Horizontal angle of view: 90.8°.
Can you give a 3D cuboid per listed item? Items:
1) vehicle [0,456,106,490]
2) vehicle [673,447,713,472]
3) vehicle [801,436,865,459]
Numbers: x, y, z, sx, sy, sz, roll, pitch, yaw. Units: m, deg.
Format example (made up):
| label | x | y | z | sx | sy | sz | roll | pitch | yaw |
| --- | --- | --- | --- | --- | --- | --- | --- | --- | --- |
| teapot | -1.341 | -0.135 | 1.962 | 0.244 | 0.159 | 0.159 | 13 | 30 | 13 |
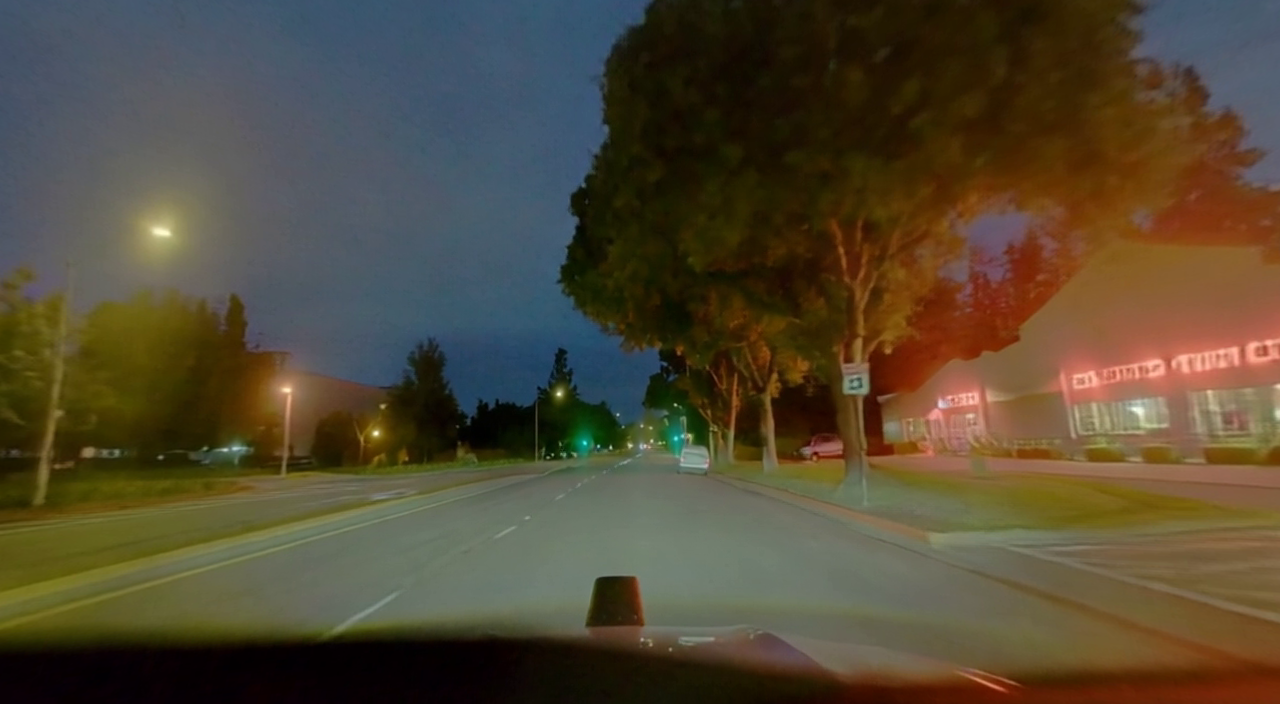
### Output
| label | x | y | z | sx | sy | sz | roll | pitch | yaw |
| --- | --- | --- | --- | --- | --- | --- | --- | --- | --- |
| vehicle | -35.836 | 7.305 | 38.537 | 2.007 | 1.822 | 4.919 | 0 | -9 | 2 |
| vehicle | 3.317 | 6.804 | 40.255 | 2.080 | 1.503 | 4.821 | 0 | -9 | 0 |
| vehicle | 14.701 | 7.311 | 48.305 | 4.290 | 1.717 | 2.013 | -1 | -9 | 5 |
